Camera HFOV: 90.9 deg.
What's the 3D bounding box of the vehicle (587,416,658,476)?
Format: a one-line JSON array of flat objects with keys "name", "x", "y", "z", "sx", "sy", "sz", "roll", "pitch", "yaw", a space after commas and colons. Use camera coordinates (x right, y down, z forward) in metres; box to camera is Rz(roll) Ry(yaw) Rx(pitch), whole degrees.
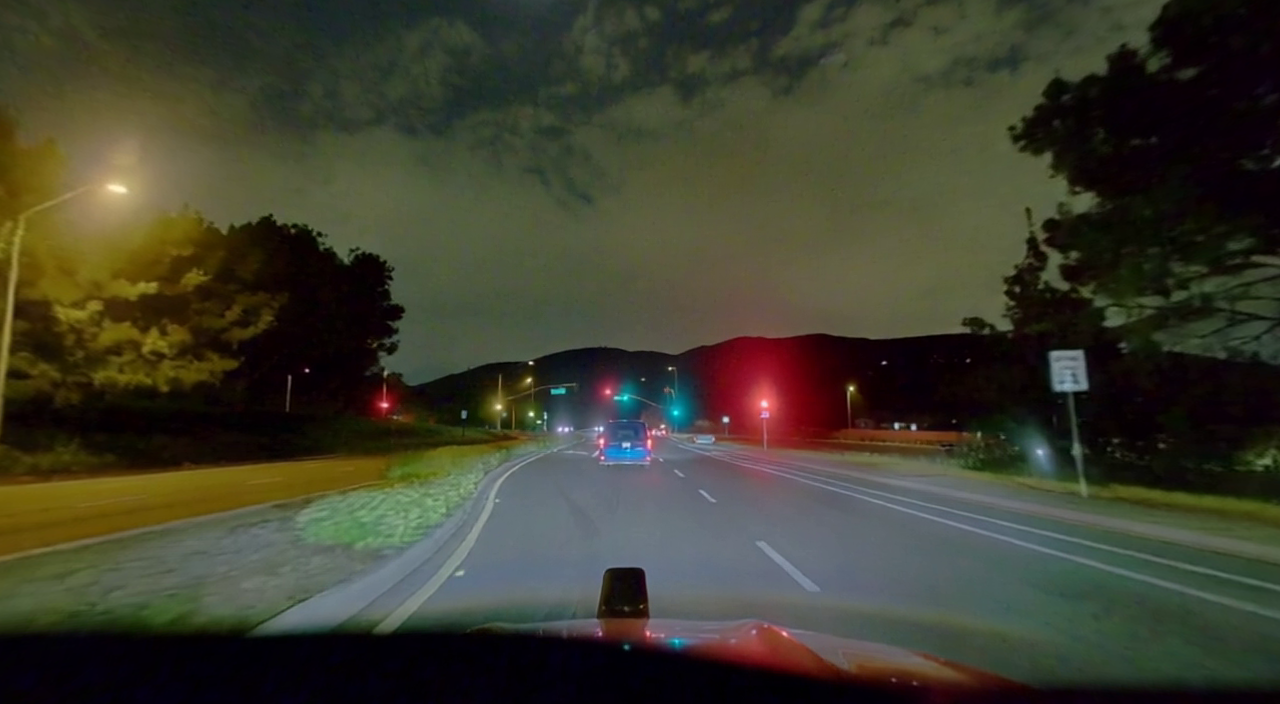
[{"name": "vehicle", "x": -0.599, "y": 3.208, "z": 21.508, "sx": 2.185, "sy": 1.822, "sz": 4.391, "roll": 0, "pitch": -8, "yaw": -2}]
